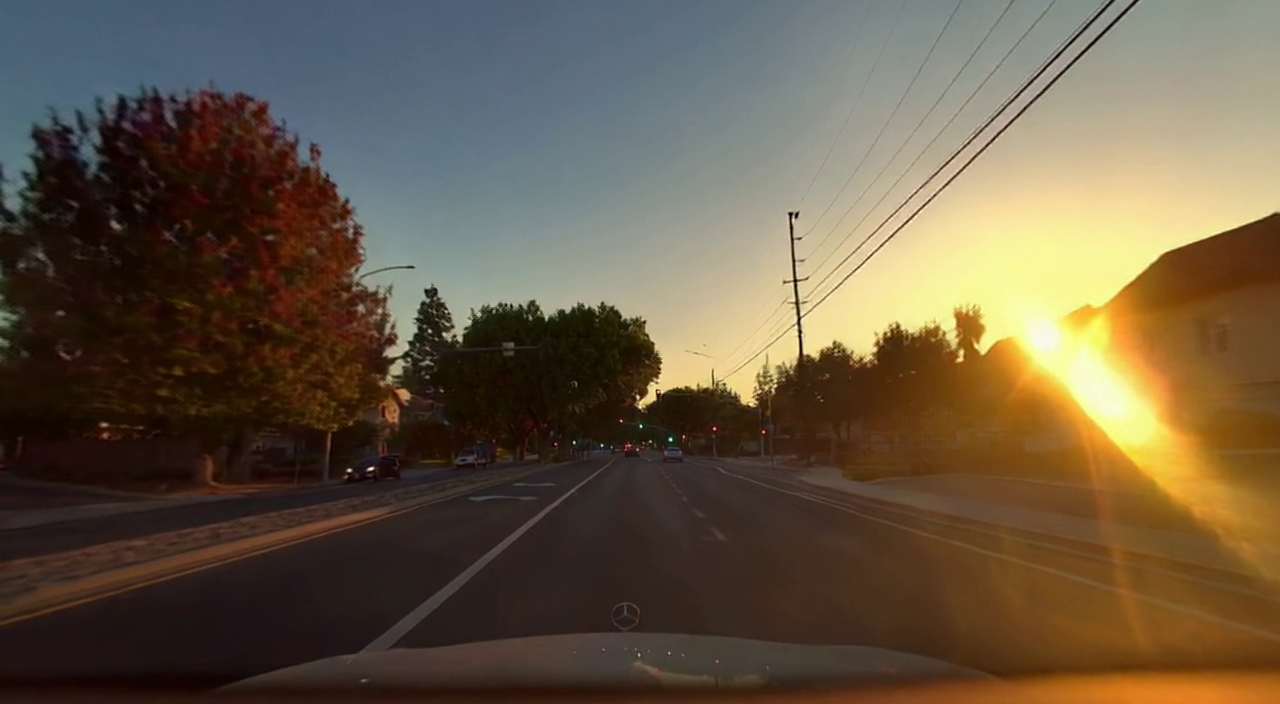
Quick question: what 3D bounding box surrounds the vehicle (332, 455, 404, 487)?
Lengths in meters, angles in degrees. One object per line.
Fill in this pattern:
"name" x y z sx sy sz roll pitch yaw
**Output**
"vehicle" -14.121 6.158 33.053 1.888 1.470 4.282 0 -9 0
